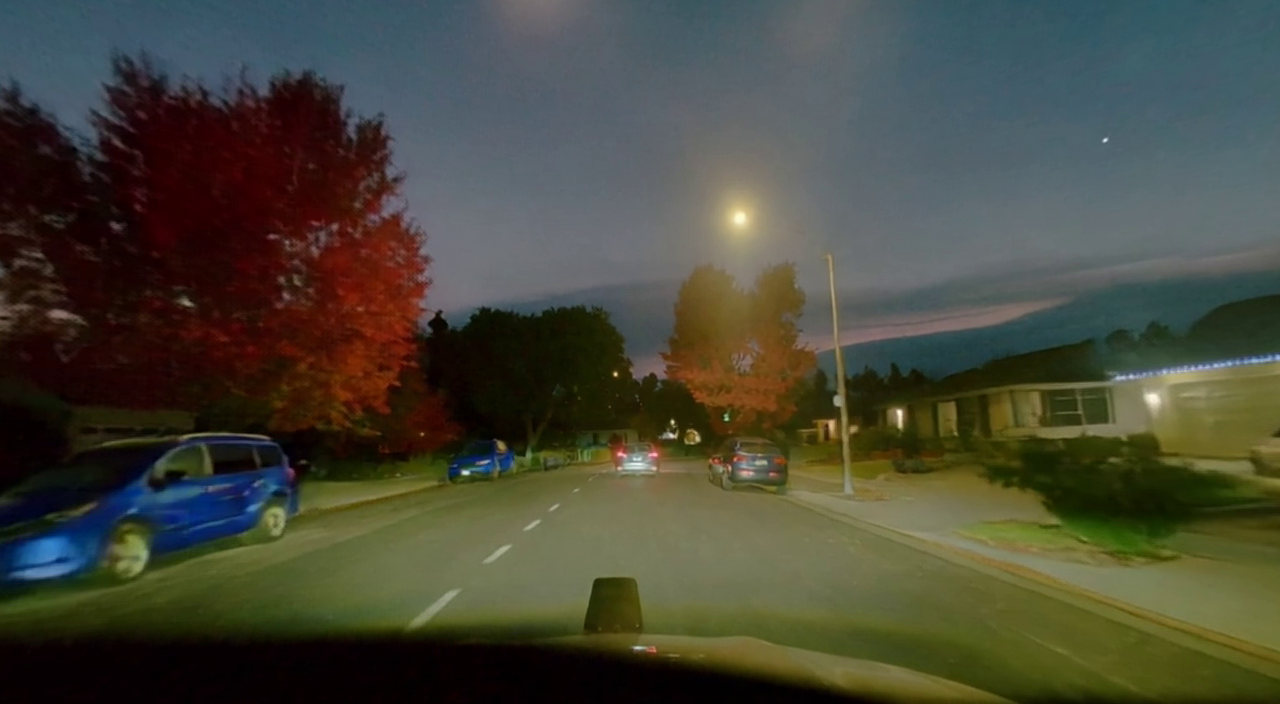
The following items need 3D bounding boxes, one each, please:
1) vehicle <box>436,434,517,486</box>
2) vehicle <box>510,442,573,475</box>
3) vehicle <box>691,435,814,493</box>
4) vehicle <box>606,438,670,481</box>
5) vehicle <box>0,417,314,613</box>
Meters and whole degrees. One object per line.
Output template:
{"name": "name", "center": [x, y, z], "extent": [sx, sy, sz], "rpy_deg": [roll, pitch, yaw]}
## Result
{"name": "vehicle", "center": [-6.716, 4.500, 26.528], "extent": [2.235, 1.851, 4.662], "rpy_deg": [-2, -9, 0]}
{"name": "vehicle", "center": [-5.986, 6.560, 39.131], "extent": [2.641, 1.747, 4.738], "rpy_deg": [-4, -8, 6]}
{"name": "vehicle", "center": [3.133, 3.257, 18.772], "extent": [2.429, 1.502, 4.474], "rpy_deg": [1, -9, -6]}
{"name": "vehicle", "center": [-0.018, 3.974, 23.629], "extent": [2.192, 1.474, 4.192], "rpy_deg": [0, -8, 1]}
{"name": "vehicle", "center": [-6.597, 1.858, 8.276], "extent": [2.254, 1.773, 4.795], "rpy_deg": [-2, -7, -2]}
